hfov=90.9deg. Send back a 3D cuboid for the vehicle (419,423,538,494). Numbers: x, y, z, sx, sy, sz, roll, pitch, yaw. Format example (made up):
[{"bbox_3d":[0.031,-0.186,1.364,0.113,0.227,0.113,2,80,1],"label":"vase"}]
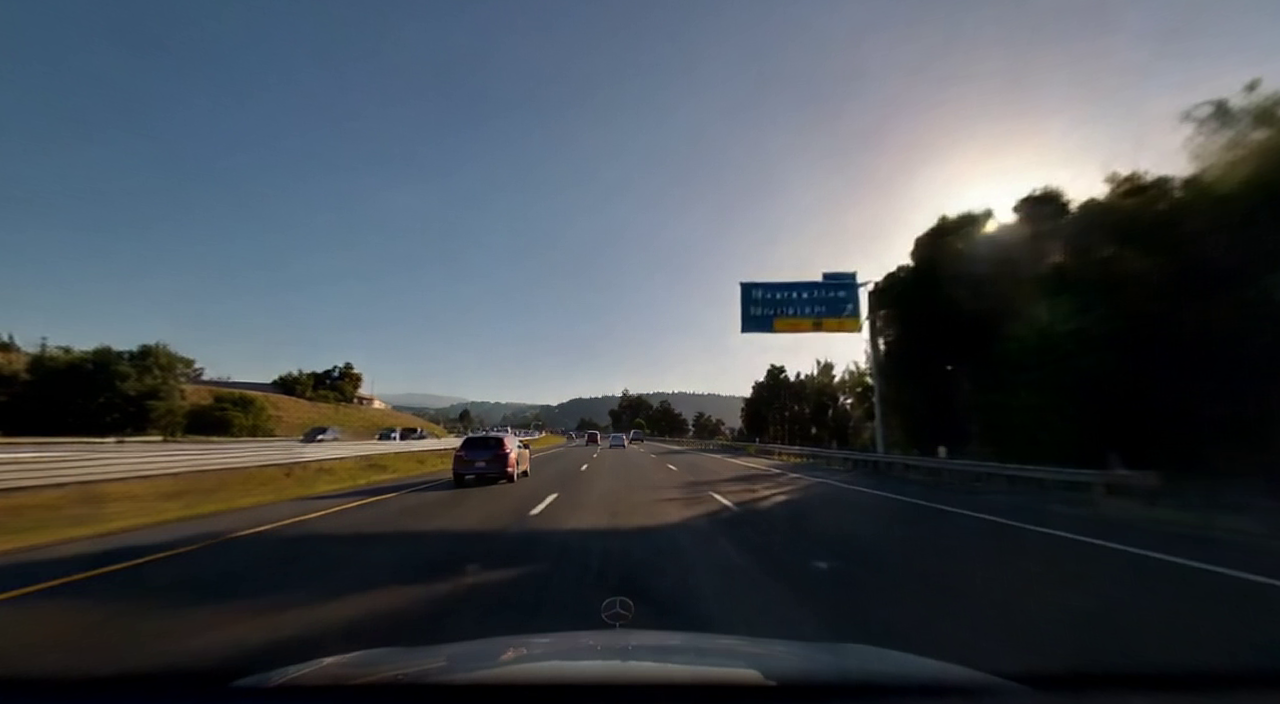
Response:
[{"bbox_3d":[-4.020,2.710,16.480,2.062,1.591,4.156,0,-8,-1],"label":"vehicle"}]
